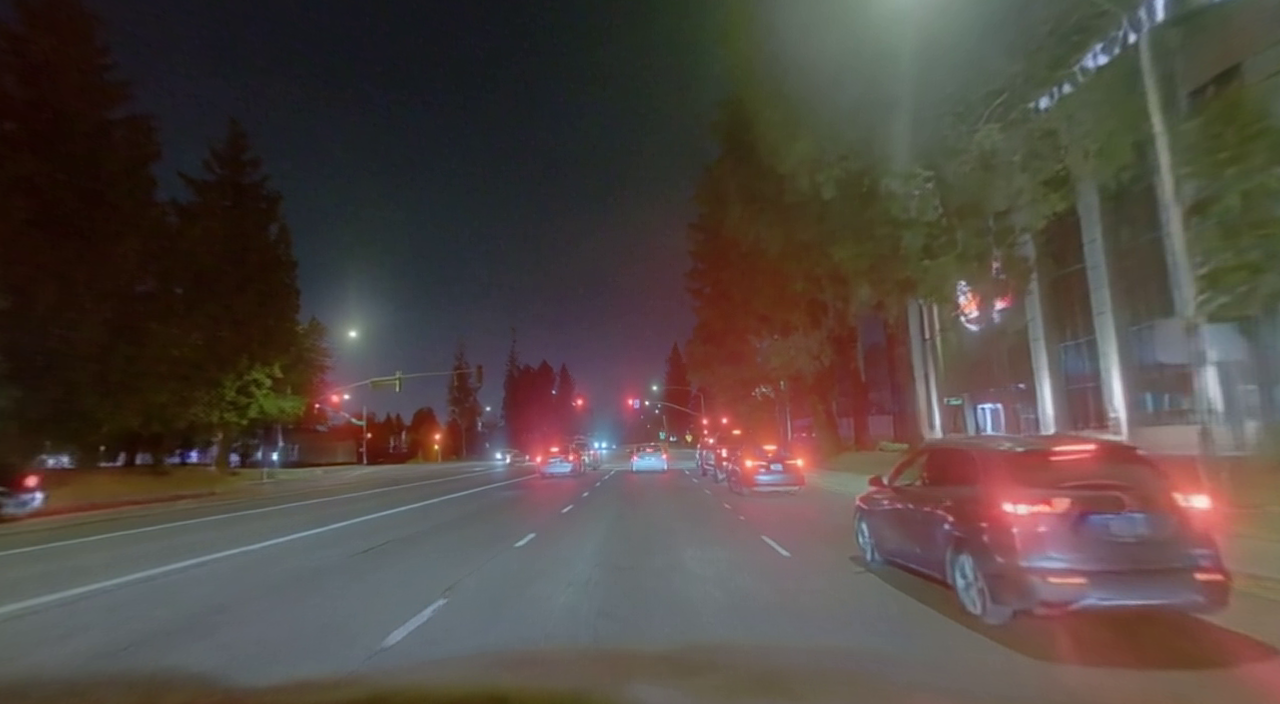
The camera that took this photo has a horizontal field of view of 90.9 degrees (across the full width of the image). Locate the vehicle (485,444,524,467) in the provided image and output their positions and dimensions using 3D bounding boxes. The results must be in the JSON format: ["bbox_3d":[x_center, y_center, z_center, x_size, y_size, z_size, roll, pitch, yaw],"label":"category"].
[{"bbox_3d":[-9.898,7.587,46.316,1.989,1.598,4.054,-1,-9,0],"label":"vehicle"}]

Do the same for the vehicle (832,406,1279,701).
[{"bbox_3d":[3.313,1.344,5.428,1.948,1.474,4.360,0,-8,0],"label":"vehicle"}]

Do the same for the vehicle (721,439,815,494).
[{"bbox_3d":[3.702,3.393,19.053,1.913,1.463,4.198,0,-8,-1],"label":"vehicle"}]

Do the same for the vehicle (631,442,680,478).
[{"bbox_3d":[0.618,4.629,27.232,1.971,1.433,3.923,0,-8,0],"label":"vehicle"}]

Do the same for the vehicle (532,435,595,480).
[{"bbox_3d":[-3.110,4.434,26.667,2.023,1.720,4.452,-1,-8,1],"label":"vehicle"}]
